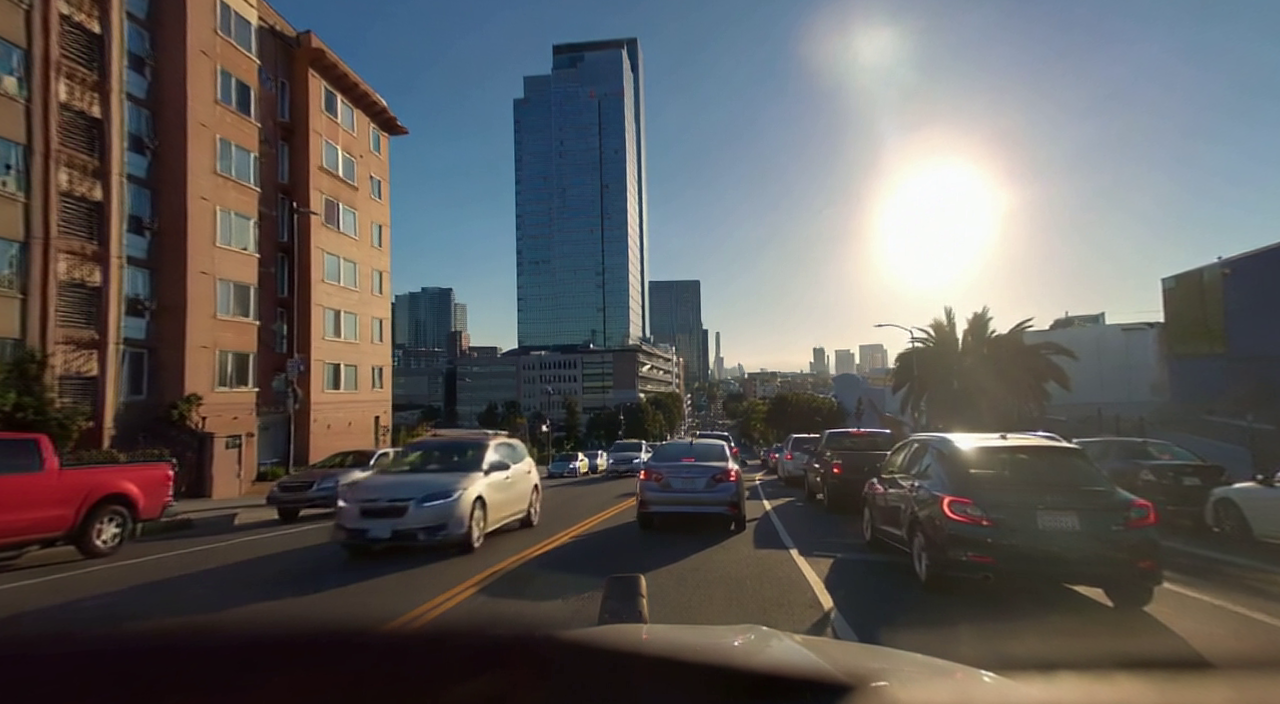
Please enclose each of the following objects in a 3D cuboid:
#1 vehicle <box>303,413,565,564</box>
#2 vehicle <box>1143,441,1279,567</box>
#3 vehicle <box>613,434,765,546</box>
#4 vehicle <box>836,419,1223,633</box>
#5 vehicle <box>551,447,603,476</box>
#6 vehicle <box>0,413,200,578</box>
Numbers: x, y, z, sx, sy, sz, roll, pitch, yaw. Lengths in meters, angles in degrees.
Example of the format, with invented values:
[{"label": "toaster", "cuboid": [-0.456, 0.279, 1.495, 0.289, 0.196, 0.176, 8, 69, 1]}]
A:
[{"label": "vehicle", "cuboid": [-2.710, 1.926, 9.691, 2.030, 1.730, 4.453, -1, -8, 8]}, {"label": "vehicle", "cuboid": [8.605, 1.813, 7.492, 1.901, 1.500, 4.729, -1, -8, 9]}, {"label": "vehicle", "cuboid": [0.910, 2.122, 10.378, 2.031, 1.461, 3.763, -1, -8, 8]}, {"label": "vehicle", "cuboid": [3.469, 1.567, 6.755, 1.982, 1.510, 4.144, -1, -8, 9]}, {"label": "vehicle", "cuboid": [-3.511, 6.222, 36.072, 1.930, 1.480, 4.174, -1, -8, 9]}, {"label": "vehicle", "cuboid": [-7.874, 1.694, 7.265, 1.934, 1.770, 4.546, -6, -9, 9]}]
